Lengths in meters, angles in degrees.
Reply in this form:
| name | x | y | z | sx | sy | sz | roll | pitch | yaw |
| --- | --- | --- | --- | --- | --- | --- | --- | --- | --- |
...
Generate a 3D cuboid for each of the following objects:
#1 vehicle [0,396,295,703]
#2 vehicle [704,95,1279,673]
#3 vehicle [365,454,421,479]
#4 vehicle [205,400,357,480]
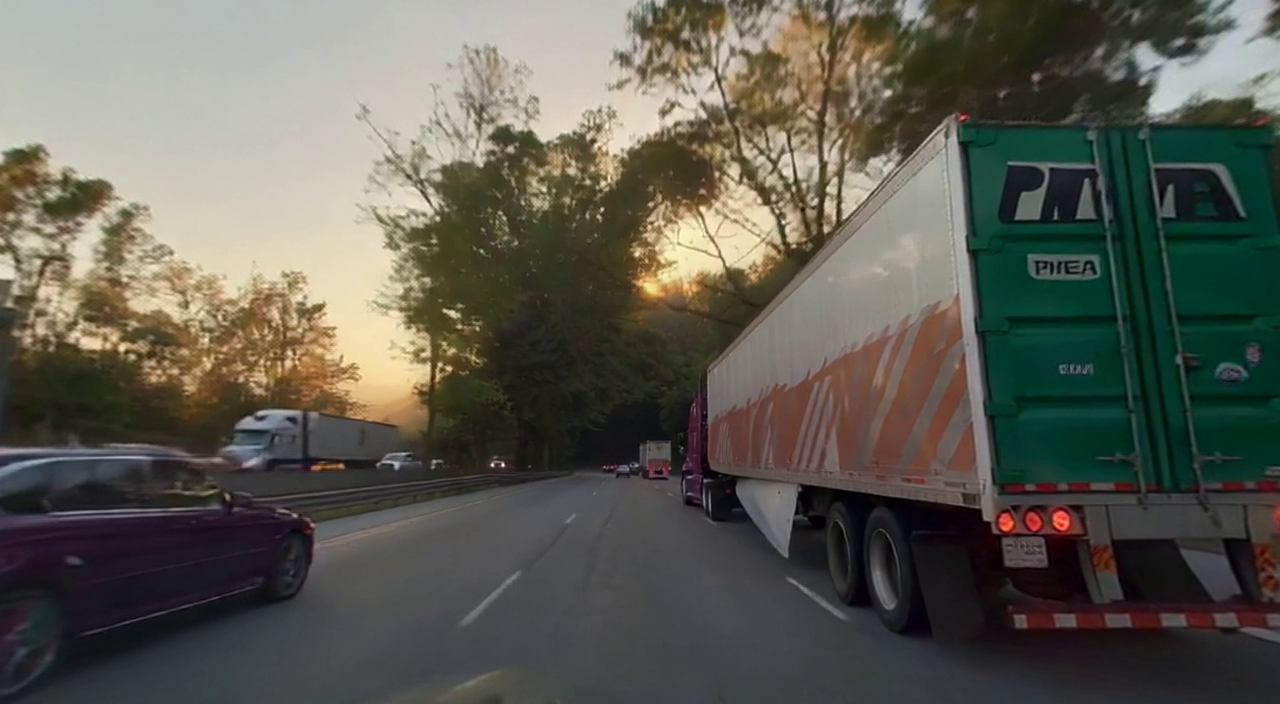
| name | x | y | z | sx | sy | sz | roll | pitch | yaw |
| --- | --- | --- | --- | --- | --- | --- | --- | --- | --- |
| vehicle | -3.967 | 0.983 | 2.854 | 2.010 | 1.580 | 4.949 | 1 | -10 | 0 |
| vehicle | 3.423 | 1.338 | 11.300 | 2.856 | 4.040 | 14.009 | 1 | -10 | -1 |
| vehicle | -16.721 | 7.804 | 42.941 | 2.006 | 1.509 | 4.779 | 1 | -10 | -2 |
| vehicle | -20.323 | 5.341 | 36.801 | 2.929 | 3.960 | 10.134 | 1 | -10 | -1 |
